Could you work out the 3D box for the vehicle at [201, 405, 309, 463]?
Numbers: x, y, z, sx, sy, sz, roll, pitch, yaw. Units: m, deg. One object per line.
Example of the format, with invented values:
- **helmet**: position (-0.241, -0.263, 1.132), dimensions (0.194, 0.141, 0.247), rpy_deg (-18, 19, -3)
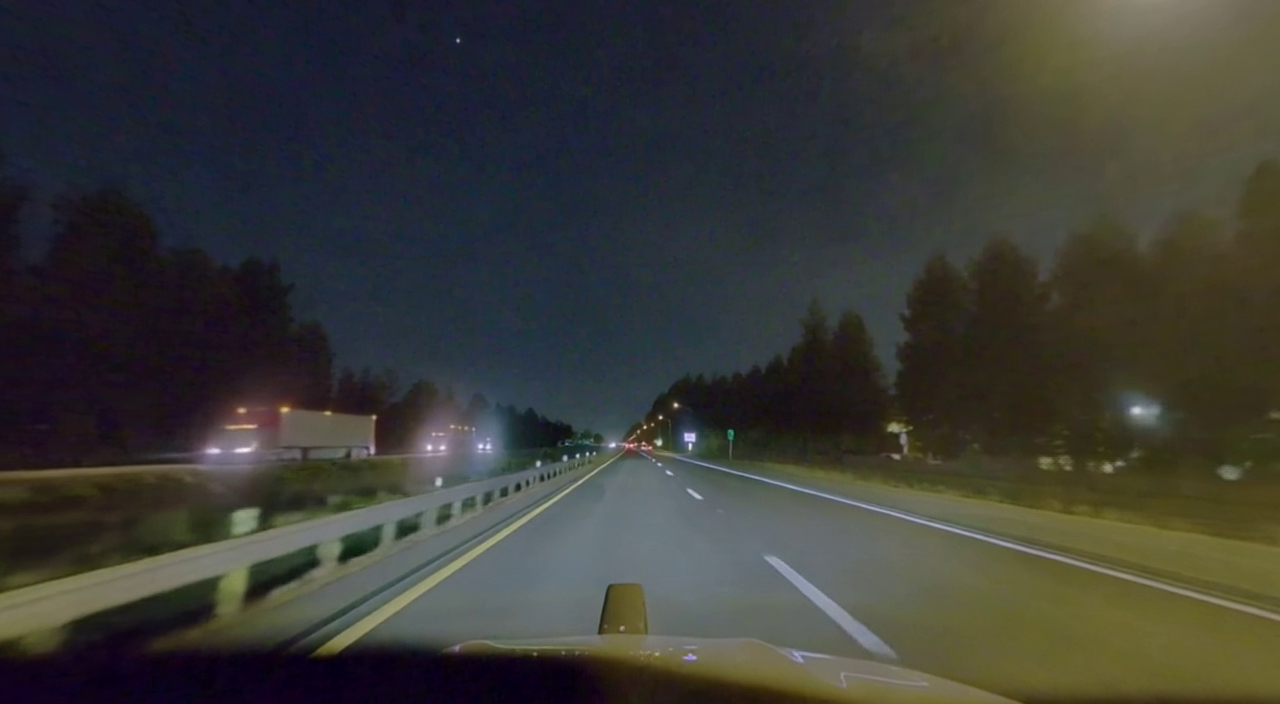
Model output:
- **vehicle**: position (-28.914, 6.282, 47.934), dimensions (3.022, 3.996, 8.151), rpy_deg (0, -9, 0)
